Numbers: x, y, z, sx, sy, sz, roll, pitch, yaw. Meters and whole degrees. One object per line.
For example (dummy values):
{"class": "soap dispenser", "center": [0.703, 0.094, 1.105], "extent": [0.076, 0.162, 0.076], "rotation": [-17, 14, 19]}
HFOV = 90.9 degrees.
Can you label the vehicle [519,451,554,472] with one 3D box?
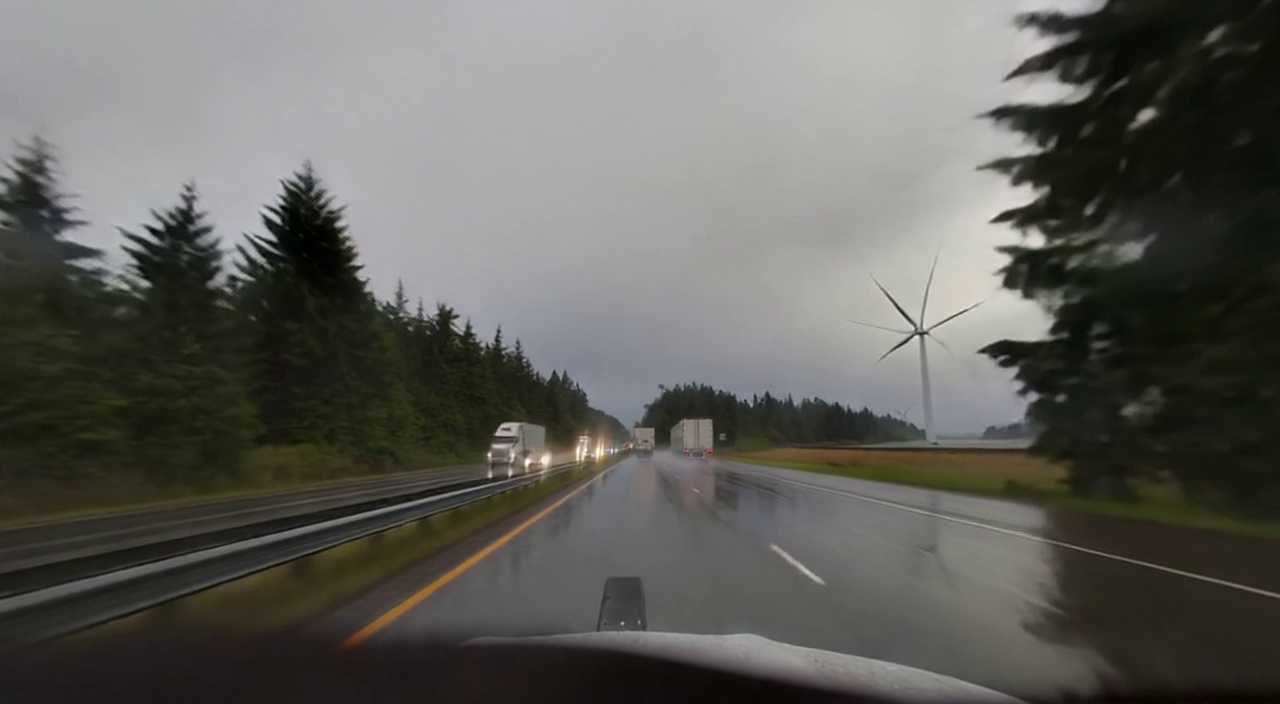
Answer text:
{"class": "vehicle", "center": [-8.111, 8.630, 49.712], "extent": [2.015, 1.523, 4.279], "rotation": [0, -9, 1]}
